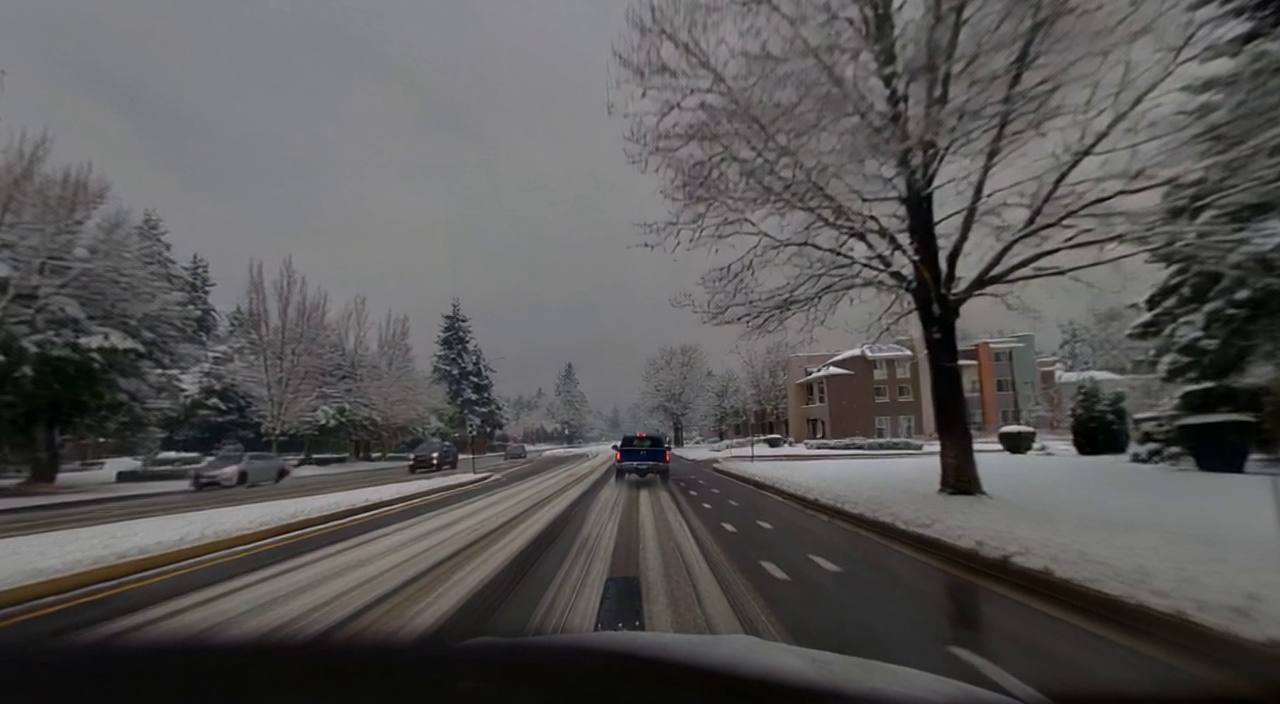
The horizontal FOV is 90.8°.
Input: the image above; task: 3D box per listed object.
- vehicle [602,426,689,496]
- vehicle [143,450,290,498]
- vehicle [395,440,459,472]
[{"bbox_3d":[0.123,2.953,17.343,2.094,1.682,3.866,0,-9,0],"label":"vehicle"},{"bbox_3d":[-15.375,4.432,23.338,2.124,1.542,4.702,0,-9,1],"label":"vehicle"},{"bbox_3d":[-12.153,5.960,36.368,2.143,1.711,4.477,0,-8,0],"label":"vehicle"}]
